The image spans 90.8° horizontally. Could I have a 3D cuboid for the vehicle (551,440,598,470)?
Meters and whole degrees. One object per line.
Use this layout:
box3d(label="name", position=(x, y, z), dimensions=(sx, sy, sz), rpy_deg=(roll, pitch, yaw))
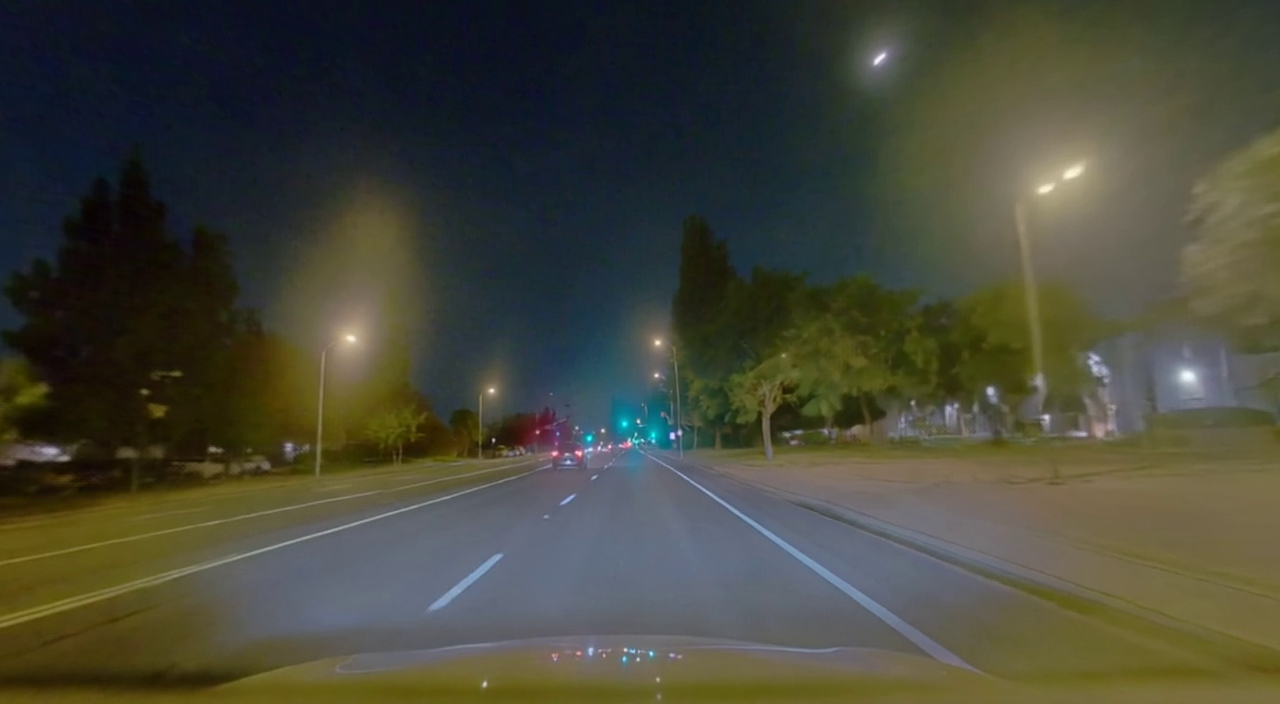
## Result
box3d(label="vehicle", position=(-3.415, 5.444, 33.656), dimensions=(2.030, 1.467, 4.251), rpy_deg=(0, -8, 0))

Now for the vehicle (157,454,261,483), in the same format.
box3d(label="vehicle", position=(-23.908, 6.457, 35.175), dimensions=(4.235, 1.456, 2.171), rpy_deg=(0, -8, 0))

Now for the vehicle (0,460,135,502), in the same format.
box3d(label="vehicle", position=(-22.227, 4.886, 24.121), dimensions=(4.252, 1.458, 1.915), rpy_deg=(0, -8, 1))
